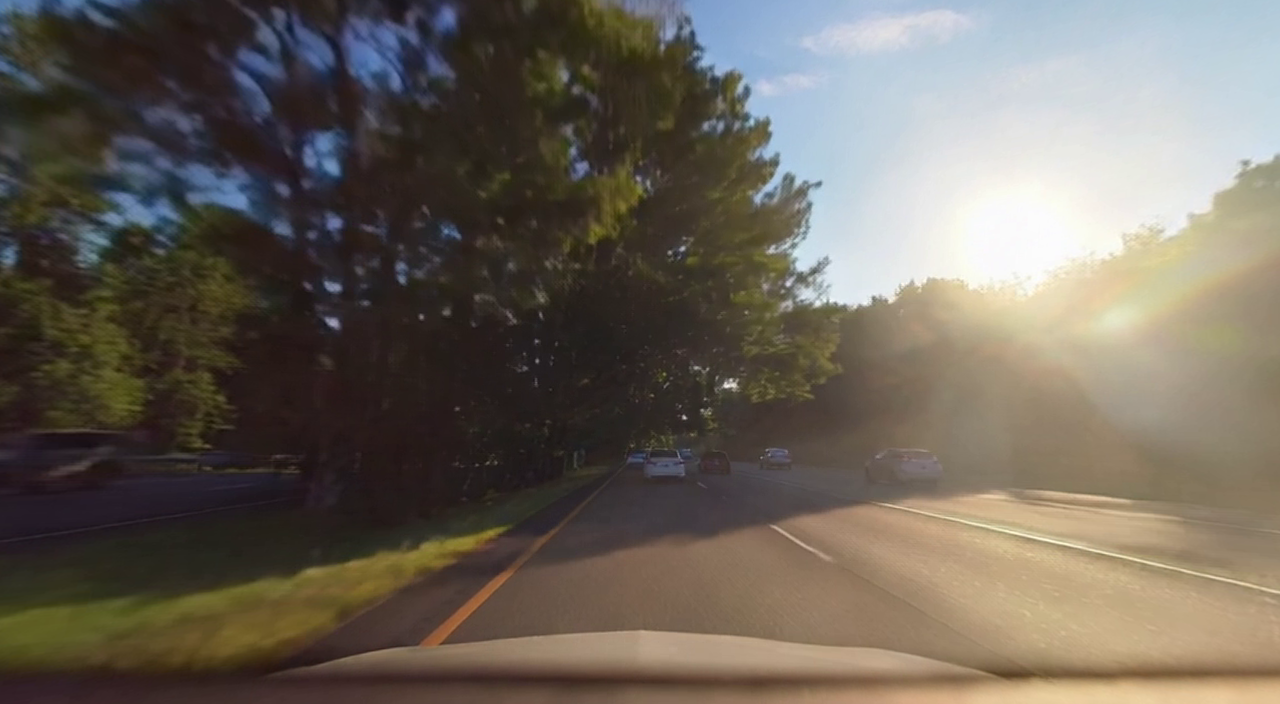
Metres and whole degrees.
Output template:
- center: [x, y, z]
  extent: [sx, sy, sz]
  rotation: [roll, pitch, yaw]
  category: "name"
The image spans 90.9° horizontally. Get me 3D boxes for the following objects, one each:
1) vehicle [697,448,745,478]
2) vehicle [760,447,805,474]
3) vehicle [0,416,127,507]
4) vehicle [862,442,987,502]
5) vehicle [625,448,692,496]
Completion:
- center: [4.282, 5.944, 34.040]
  extent: [1.981, 1.518, 4.029]
  rotation: [0, -9, -1]
  category: "vehicle"
- center: [8.988, 6.901, 40.105]
  extent: [1.957, 1.594, 3.632]
  rotation: [0, -9, -1]
  category: "vehicle"
- center: [-12.139, 2.012, 11.564]
  extent: [1.950, 1.566, 4.141]
  rotation: [0, -9, 0]
  category: "vehicle"
- center: [8.188, 3.473, 18.545]
  extent: [1.847, 1.554, 3.752]
  rotation: [0, -9, -1]
  category: "vehicle"
- center: [0.563, 3.927, 20.926]
  extent: [2.020, 1.426, 3.702]
  rotation: [0, -9, 0]
  category: "vehicle"
